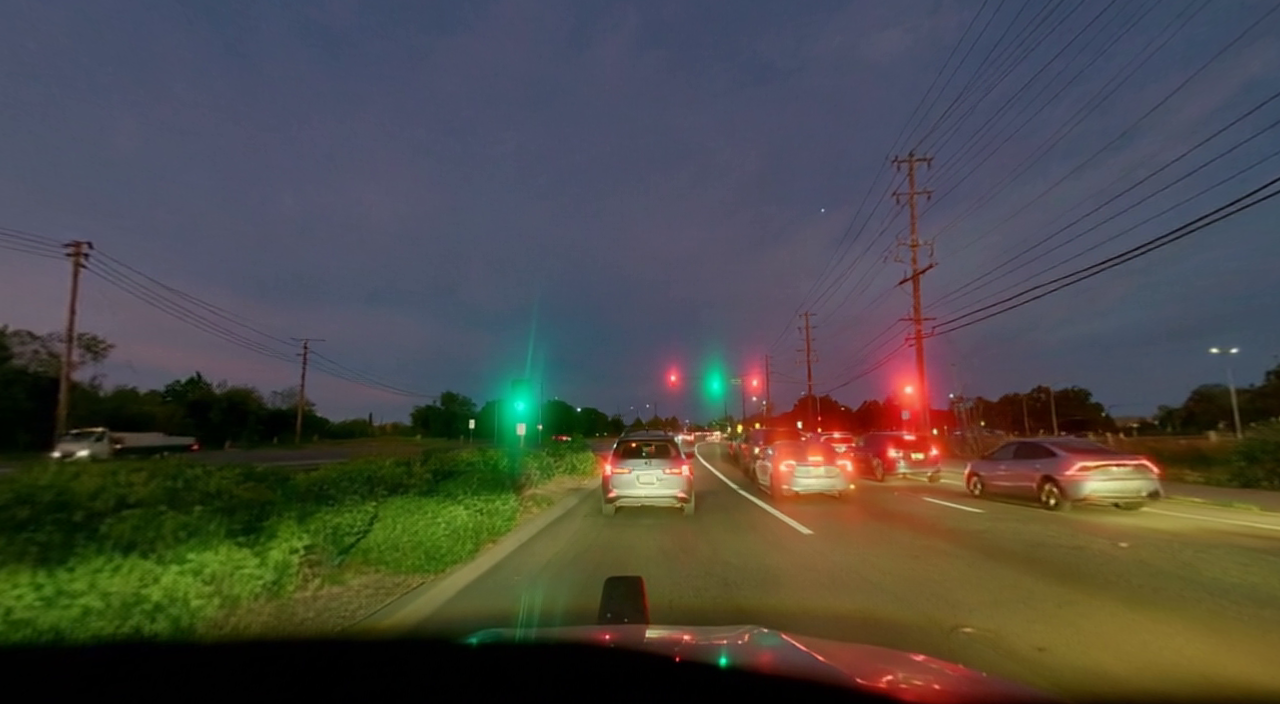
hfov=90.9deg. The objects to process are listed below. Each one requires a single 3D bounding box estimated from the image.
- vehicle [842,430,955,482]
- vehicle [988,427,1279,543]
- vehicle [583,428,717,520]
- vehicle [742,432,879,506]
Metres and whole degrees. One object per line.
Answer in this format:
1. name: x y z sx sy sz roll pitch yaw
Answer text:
1. vehicle: 8.608 3.509 21.516 1.966 1.536 4.666 0 -8 1
2. vehicle: 7.945 2.063 10.460 1.905 1.483 4.469 -1 -8 2
3. vehicle: 0.184 2.351 12.703 2.208 1.498 4.401 0 -8 1
4. vehicle: 3.804 2.697 14.985 2.028 1.454 4.531 0 -8 1
